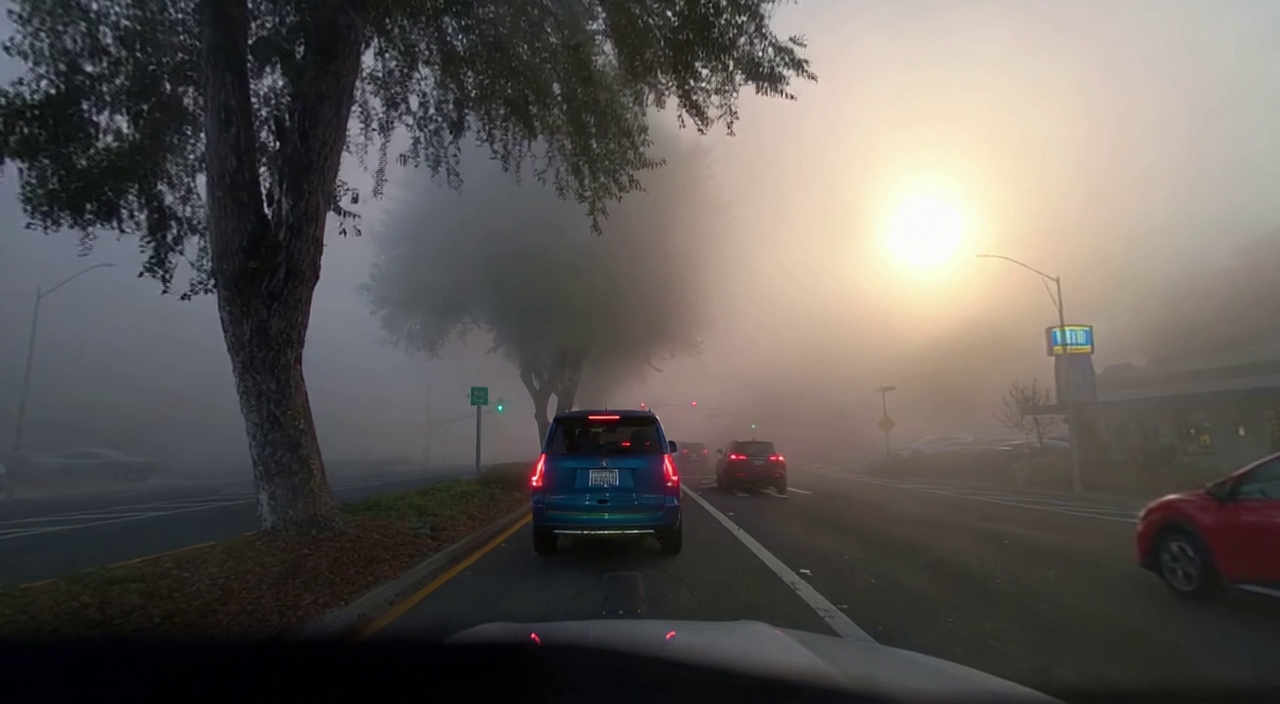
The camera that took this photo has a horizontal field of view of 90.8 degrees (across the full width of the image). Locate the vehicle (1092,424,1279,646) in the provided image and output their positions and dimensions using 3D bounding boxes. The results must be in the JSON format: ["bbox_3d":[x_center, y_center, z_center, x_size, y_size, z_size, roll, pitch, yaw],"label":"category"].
[{"bbox_3d":[5.261,1.146,3.652,1.930,1.478,4.643,0,-9,1],"label":"vehicle"}]

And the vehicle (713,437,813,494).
[{"bbox_3d":[3.681,3.499,19.935,2.098,1.555,4.778,0,-9,-1],"label":"vehicle"}]

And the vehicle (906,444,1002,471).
[{"bbox_3d":[17.213,5.774,34.763,4.290,1.427,1.751,0,-9,2],"label":"vehicle"}]

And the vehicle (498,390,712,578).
[{"bbox_3d":[-0.306,1.647,8.635,2.096,1.837,4.687,0,-9,1],"label":"vehicle"}]
